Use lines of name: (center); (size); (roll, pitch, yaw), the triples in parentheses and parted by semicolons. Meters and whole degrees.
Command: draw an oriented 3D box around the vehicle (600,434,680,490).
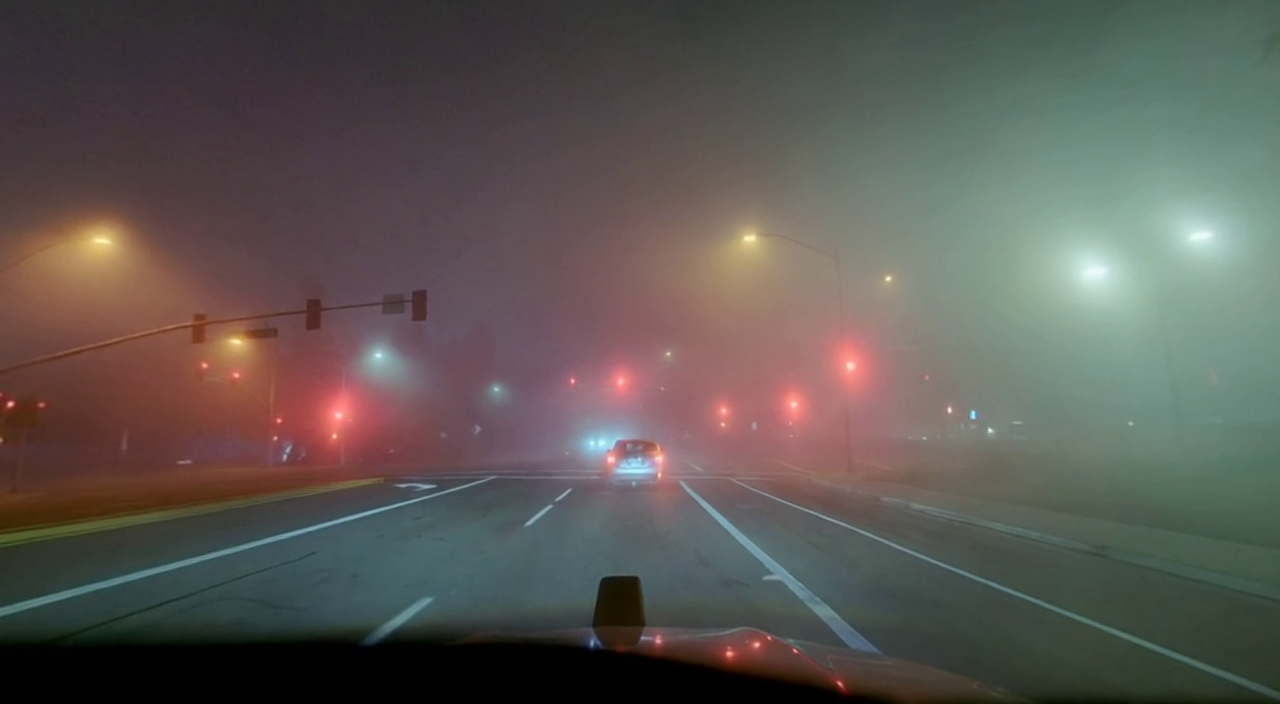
vehicle: (-0.037, 3.222, 18.764); (2.107, 1.470, 3.974); (0, -9, -1)
